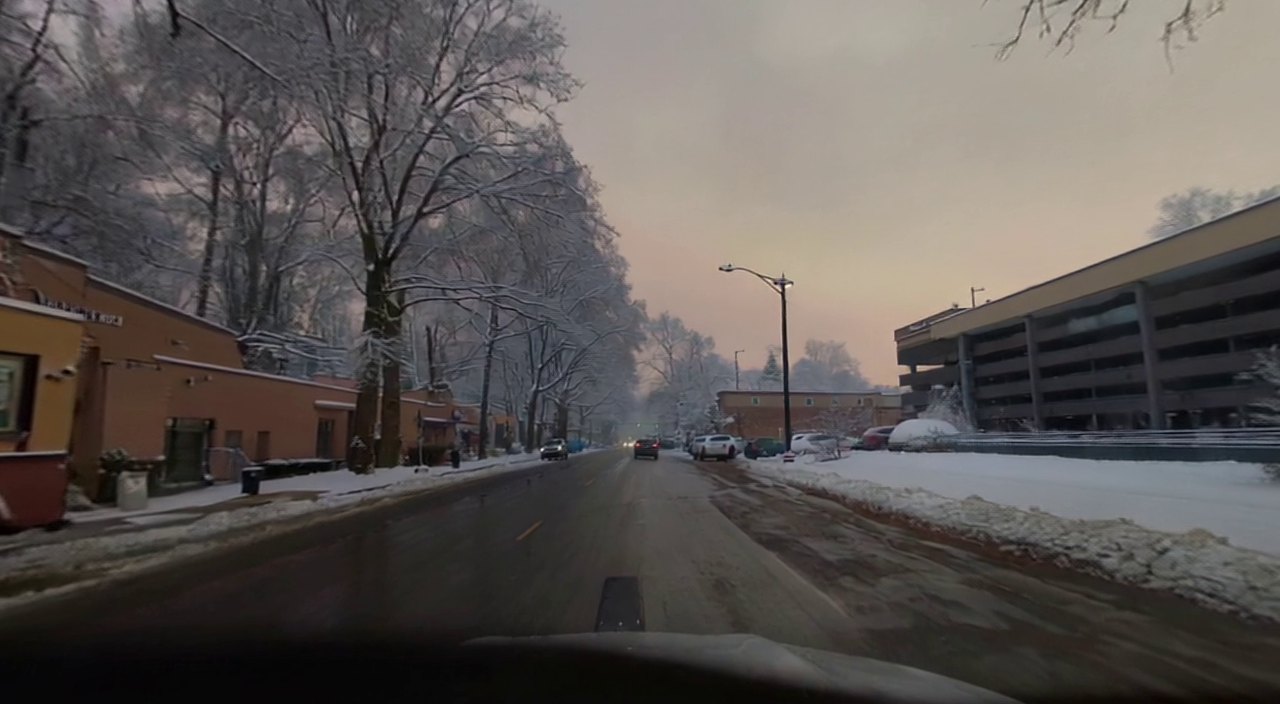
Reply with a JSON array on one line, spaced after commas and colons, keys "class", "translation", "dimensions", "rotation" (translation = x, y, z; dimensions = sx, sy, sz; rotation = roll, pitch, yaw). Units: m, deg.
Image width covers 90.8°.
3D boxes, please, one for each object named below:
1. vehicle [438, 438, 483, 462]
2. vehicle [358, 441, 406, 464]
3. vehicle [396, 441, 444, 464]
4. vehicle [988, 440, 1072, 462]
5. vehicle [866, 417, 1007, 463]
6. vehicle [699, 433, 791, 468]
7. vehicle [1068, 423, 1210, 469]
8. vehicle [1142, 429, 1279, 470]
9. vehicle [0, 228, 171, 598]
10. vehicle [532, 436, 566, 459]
[{"class": "vehicle", "translation": [-13.584, 7.438, 48.088], "dimensions": [1.888, 1.657, 4.138], "rotation": [0, -7, 5]}, {"class": "vehicle", "translation": [-19.468, 7.598, 47.826], "dimensions": [1.880, 1.617, 3.870], "rotation": [-1, -8, 2]}, {"class": "vehicle", "translation": [-16.450, 7.498, 47.444], "dimensions": [1.850, 1.531, 4.256], "rotation": [0, -7, 4]}, {"class": "vehicle", "translation": [26.954, 6.865, 43.745], "dimensions": [4.558, 1.452, 1.790], "rotation": [0, -8, -1]}, {"class": "vehicle", "translation": [14.066, 4.194, 30.220], "dimensions": [5.540, 2.045, 2.259], "rotation": [0, -8, -1]}, {"class": "vehicle", "translation": [5.549, 5.151, 33.208], "dimensions": [4.626, 1.723, 1.939], "rotation": [5, -10, -32]}, {"class": "vehicle", "translation": [26.132, 4.939, 33.223], "dimensions": [5.596, 2.168, 2.307], "rotation": [2, -8, -3]}, {"class": "vehicle", "translation": [26.908, 4.583, 29.810], "dimensions": [4.591, 1.808, 2.016], "rotation": [0, -9, 1]}, {"class": "vehicle", "translation": [-7.071, 0.320, 3.915], "dimensions": [2.968, 3.222, 7.036], "rotation": [-1, -8, -1]}, {"class": "vehicle", "translation": [-7.062, 7.486, 49.631], "dimensions": [1.993, 1.640, 4.457], "rotation": [0, -8, 0]}]
